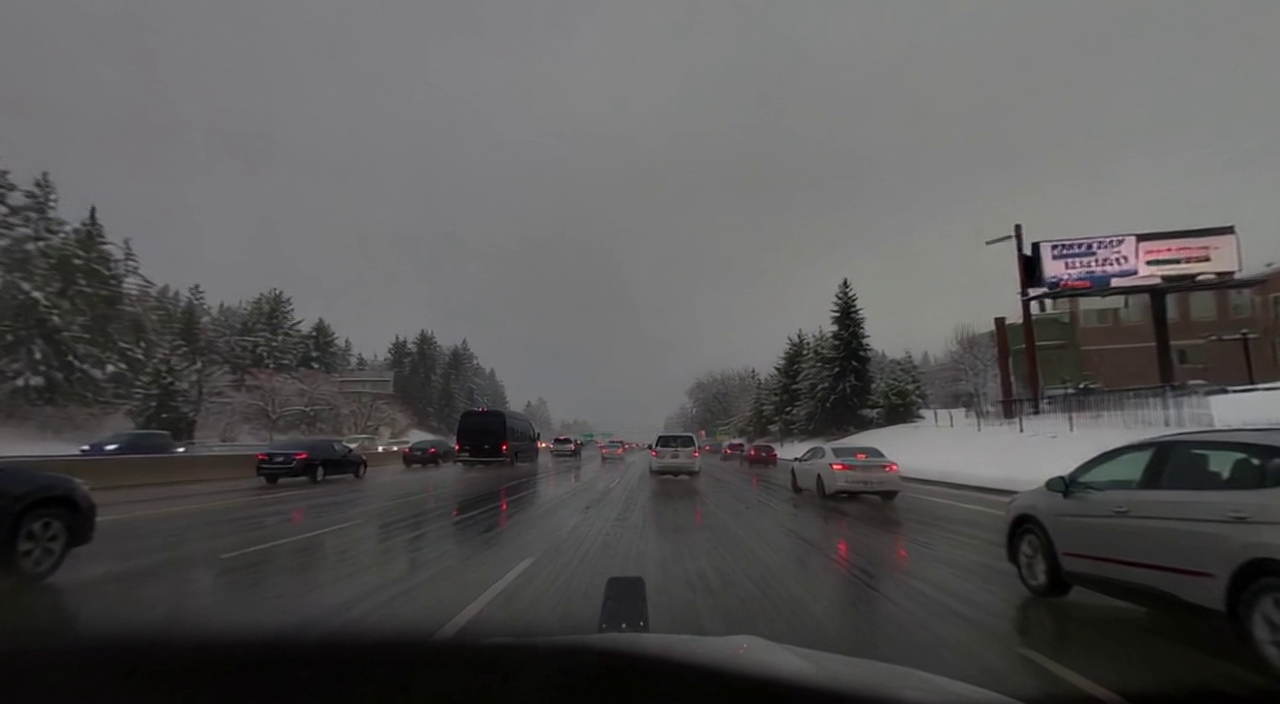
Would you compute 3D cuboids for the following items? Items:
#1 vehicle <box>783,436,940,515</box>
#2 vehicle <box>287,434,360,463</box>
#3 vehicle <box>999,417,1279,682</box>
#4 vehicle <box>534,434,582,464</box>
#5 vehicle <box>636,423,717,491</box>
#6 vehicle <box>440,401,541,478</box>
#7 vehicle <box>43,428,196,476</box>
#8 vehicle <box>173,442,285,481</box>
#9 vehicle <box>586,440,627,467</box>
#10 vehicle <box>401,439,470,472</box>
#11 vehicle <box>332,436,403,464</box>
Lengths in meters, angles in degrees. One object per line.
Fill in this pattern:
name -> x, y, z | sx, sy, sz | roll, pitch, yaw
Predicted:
vehicle -> 4.739, 2.680, 14.313 | 1.942, 1.487, 4.518 | 0, -8, 0
vehicle -> -19.875, 6.094, 39.831 | 2.064, 1.719, 4.599 | 0, -8, 2
vehicle -> 4.582, 1.191, 4.064 | 1.915, 1.482, 4.537 | 0, -8, 1
vehicle -> -5.540, 6.656, 43.453 | 2.269, 1.929, 6.032 | 0, -8, 2
vehicle -> 1.065, 3.234, 19.761 | 2.209, 1.863, 4.626 | 0, -8, 1
vehicle -> -6.089, 3.738, 26.899 | 2.358, 2.817, 7.055 | 0, -8, 2
vehicle -> -20.246, 3.894, 24.856 | 1.920, 1.695, 4.612 | 0, -8, 2
vehicle -> -16.042, 4.268, 24.887 | 1.823, 1.388, 3.705 | 0, -8, 2
vehicle -> -1.950, 6.114, 38.274 | 2.079, 1.499, 4.512 | 0, -8, 2
vehicle -> -9.895, 5.031, 30.799 | 1.923, 1.480, 3.905 | 0, -8, 2
vehicle -> -16.025, 5.776, 37.370 | 1.943, 1.564, 4.687 | 0, -8, 2
